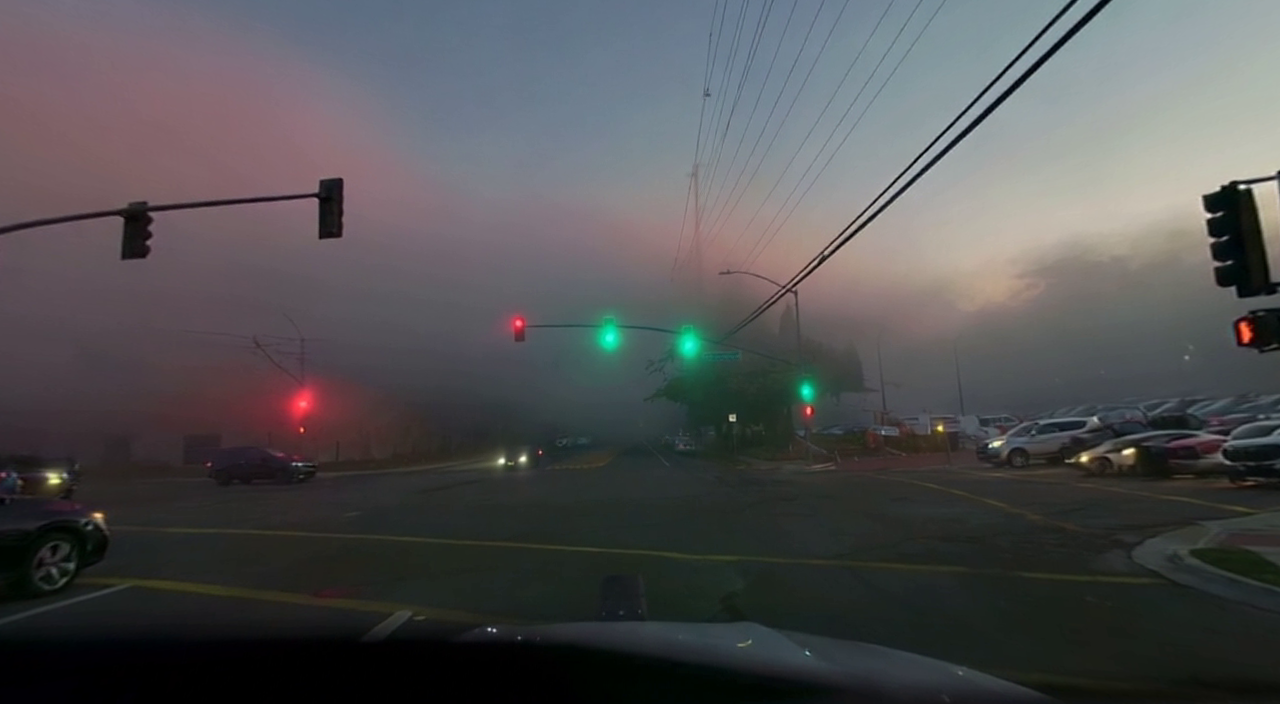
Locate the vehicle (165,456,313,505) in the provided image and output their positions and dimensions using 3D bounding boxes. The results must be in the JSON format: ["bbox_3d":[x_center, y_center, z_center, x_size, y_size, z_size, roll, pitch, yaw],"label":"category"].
[{"bbox_3d":[-15.113,4.827,24.036,4.298,1.466,1.921,-2,-8,-7],"label":"vehicle"}]

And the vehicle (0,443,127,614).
[{"bbox_3d":[-6.425,1.401,4.623,1.928,1.451,4.219,0,-9,-3],"label":"vehicle"}]
